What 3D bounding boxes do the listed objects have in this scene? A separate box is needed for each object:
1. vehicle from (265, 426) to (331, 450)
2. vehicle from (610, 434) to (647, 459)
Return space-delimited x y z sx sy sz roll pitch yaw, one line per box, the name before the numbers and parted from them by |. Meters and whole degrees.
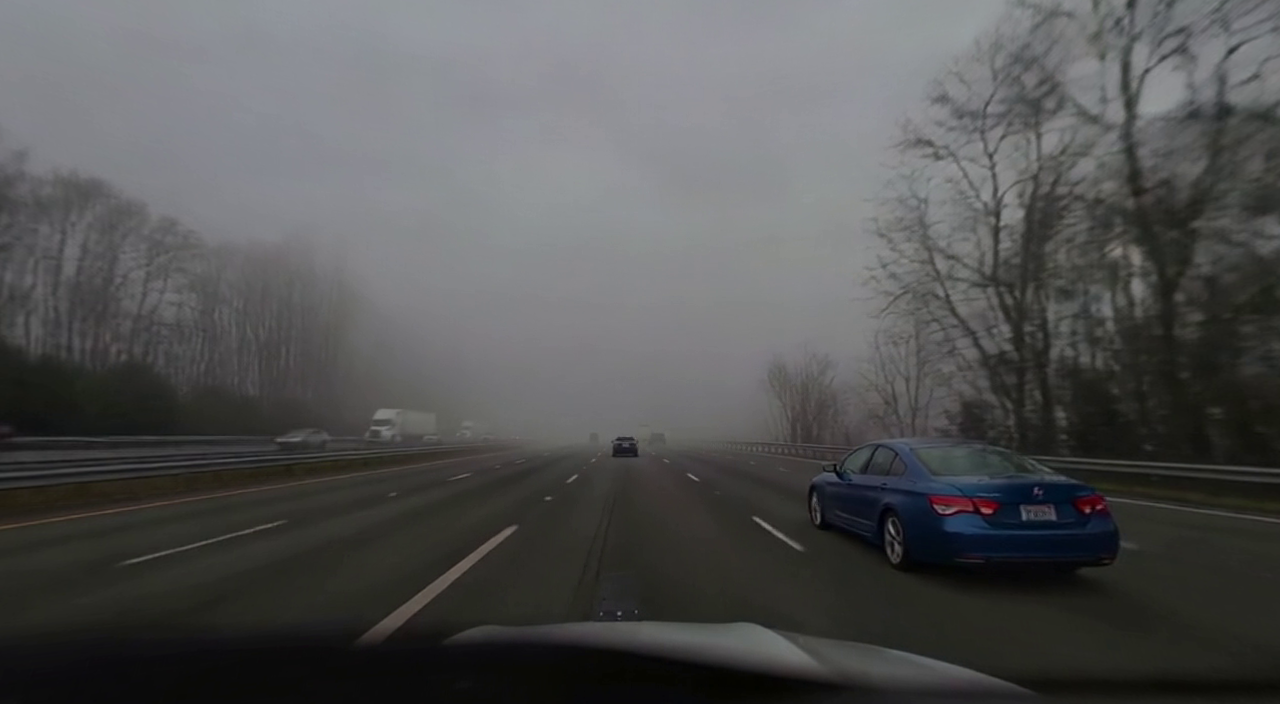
vehicle | -22.438 5.687 41.482 1.910 1.486 4.529 0 -8 -1
vehicle | -0.755 5.792 38.800 2.121 1.445 4.187 0 -8 -2
